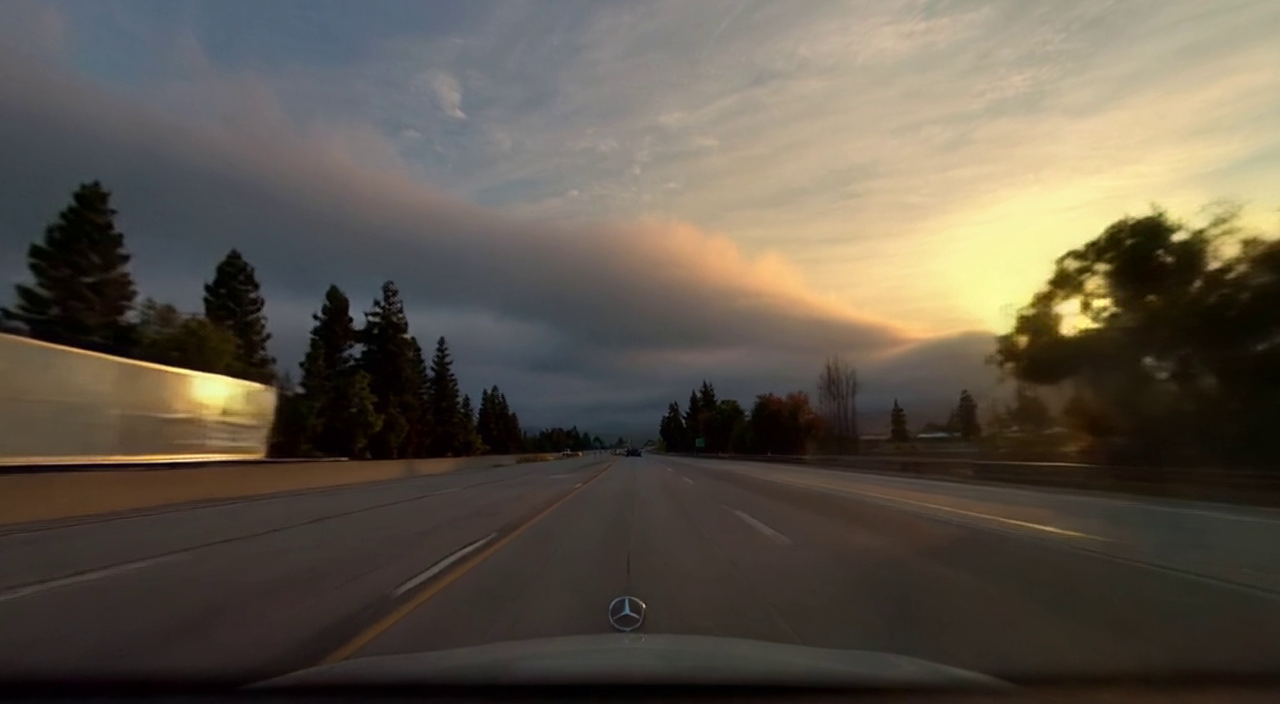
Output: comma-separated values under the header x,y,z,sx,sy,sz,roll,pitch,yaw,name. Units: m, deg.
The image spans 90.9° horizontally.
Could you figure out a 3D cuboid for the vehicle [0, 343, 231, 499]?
x,y,z,sx,sy,sz,roll,pitch,yaw,name
-15.878,2.131,18.080,2.845,3.539,7.683,0,-9,1,vehicle
